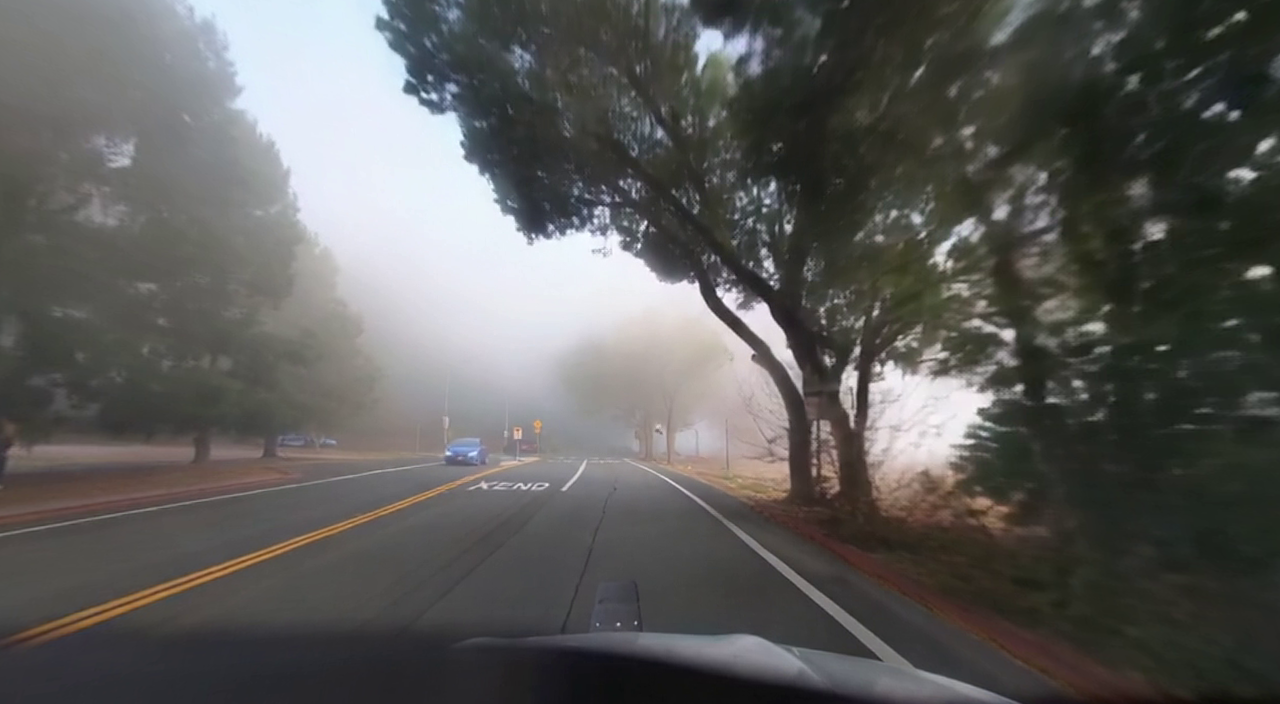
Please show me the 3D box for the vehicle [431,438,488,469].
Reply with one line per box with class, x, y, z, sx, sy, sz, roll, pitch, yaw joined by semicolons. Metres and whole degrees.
vehicle;-9.987;5.671;35.187;2.129;1.590;4.616;0;-9;-4
